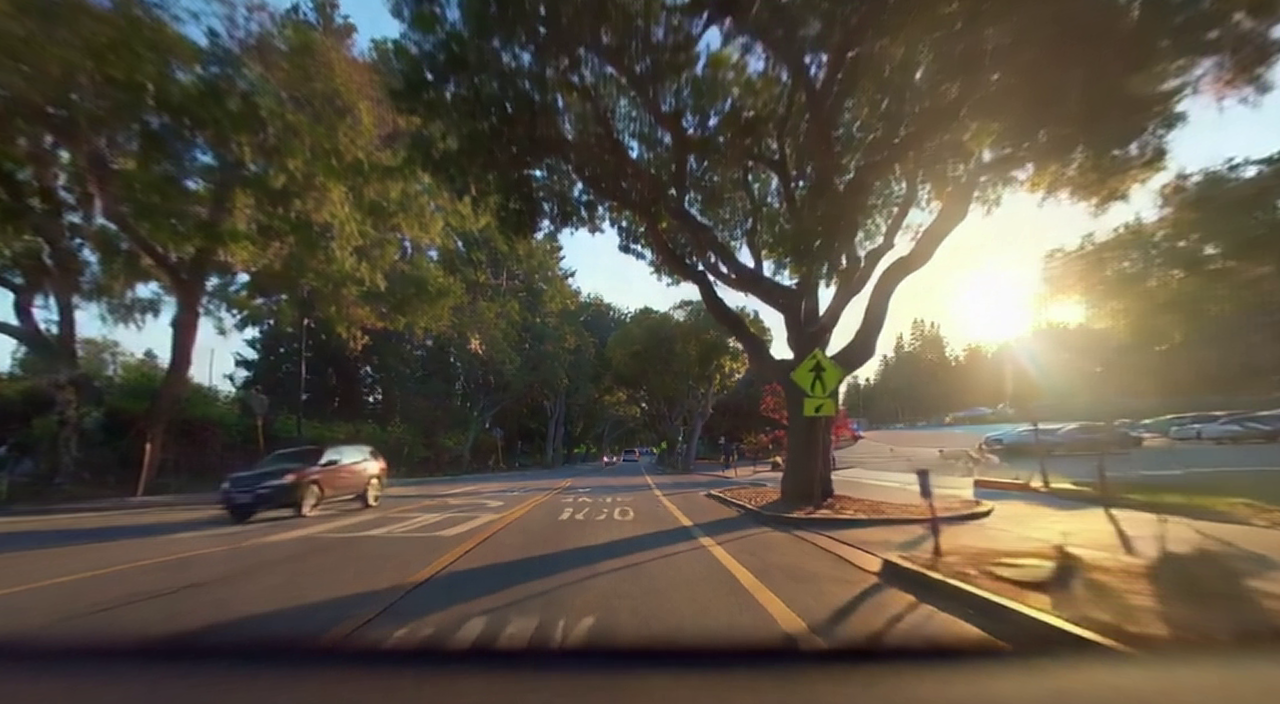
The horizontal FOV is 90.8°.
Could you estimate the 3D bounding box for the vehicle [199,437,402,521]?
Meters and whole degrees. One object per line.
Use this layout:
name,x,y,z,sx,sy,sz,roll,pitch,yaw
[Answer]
vehicle,-7.874,2.971,15.372,2.036,1.686,4.780,-1,-9,4
